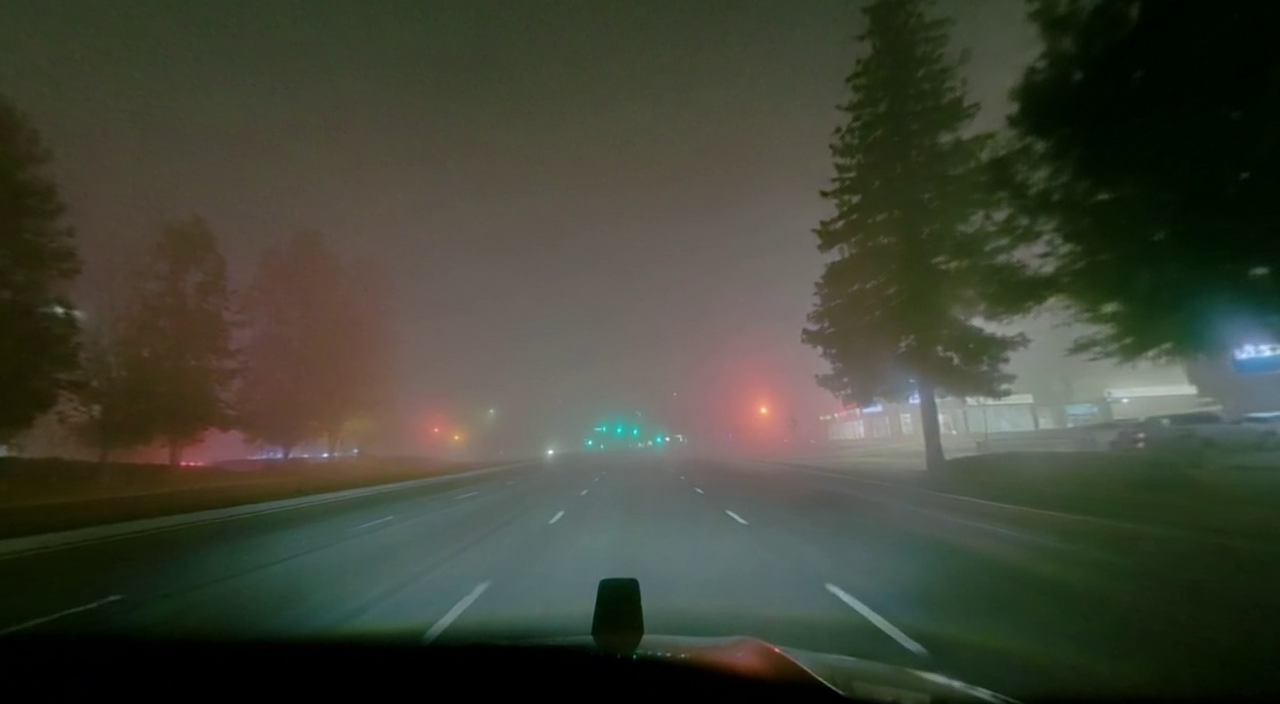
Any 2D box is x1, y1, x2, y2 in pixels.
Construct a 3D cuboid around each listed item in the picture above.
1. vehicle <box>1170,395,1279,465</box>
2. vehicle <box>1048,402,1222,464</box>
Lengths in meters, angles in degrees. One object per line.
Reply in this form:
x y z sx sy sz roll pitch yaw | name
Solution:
26.458 3.198 25.883 7.147 2.712 2.343 0 -8 1 | vehicle
26.304 4.353 33.810 6.937 2.503 2.325 -6 -8 2 | vehicle
